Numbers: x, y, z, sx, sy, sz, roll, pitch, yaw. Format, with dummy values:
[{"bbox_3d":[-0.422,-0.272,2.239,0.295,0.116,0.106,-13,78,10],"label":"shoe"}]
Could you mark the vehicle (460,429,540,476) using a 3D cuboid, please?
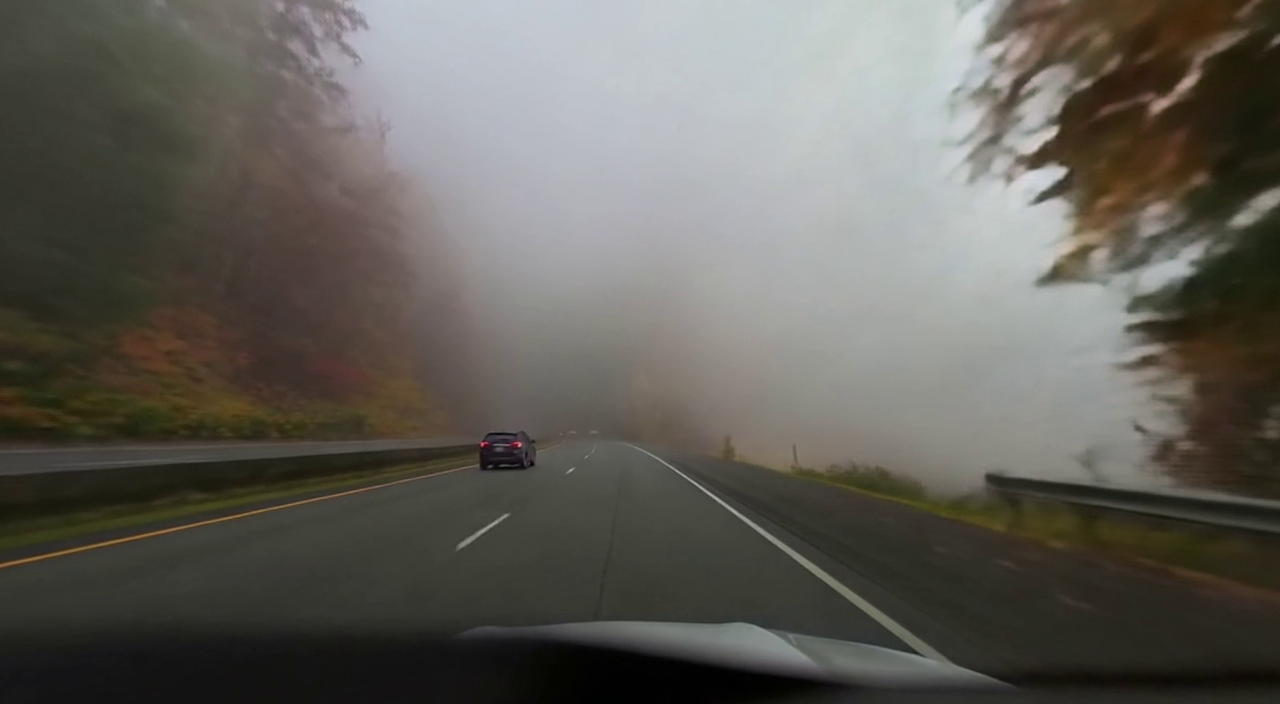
[{"bbox_3d":[-5.060,3.667,23.381,2.073,1.559,4.393,0,-8,-2],"label":"vehicle"}]
